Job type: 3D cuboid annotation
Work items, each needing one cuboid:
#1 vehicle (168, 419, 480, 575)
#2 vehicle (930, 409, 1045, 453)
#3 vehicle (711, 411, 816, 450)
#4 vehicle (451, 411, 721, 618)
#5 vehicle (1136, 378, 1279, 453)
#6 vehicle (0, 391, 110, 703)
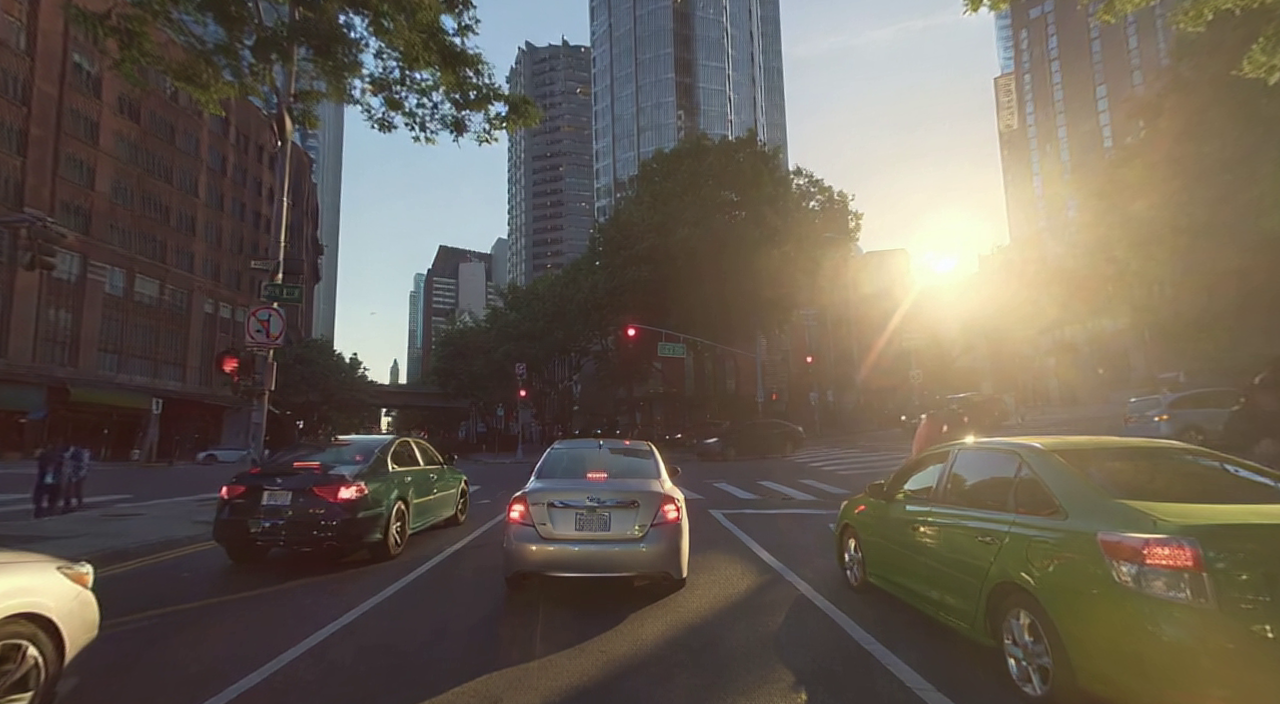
[{"bbox_3d":[-3.688,1.755,8.462,1.934,1.522,4.287,0,-8,0],"label":"vehicle"},{"bbox_3d":[14.301,3.294,25.960,4.392,1.667,1.958,4,-9,-28],"label":"vehicle"},{"bbox_3d":[6.059,3.896,31.004,4.657,1.769,1.979,3,-9,-20],"label":"vehicle"},{"bbox_3d":[-0.415,1.501,6.716,1.999,1.520,3.896,0,-8,-1],"label":"vehicle"},{"bbox_3d":[21.629,2.354,22.871,5.863,2.493,2.354,2,-9,-12],"label":"vehicle"},{"bbox_3d":[-3.913,0.697,1.173,1.995,1.524,4.438,0,-8,0],"label":"vehicle"}]
